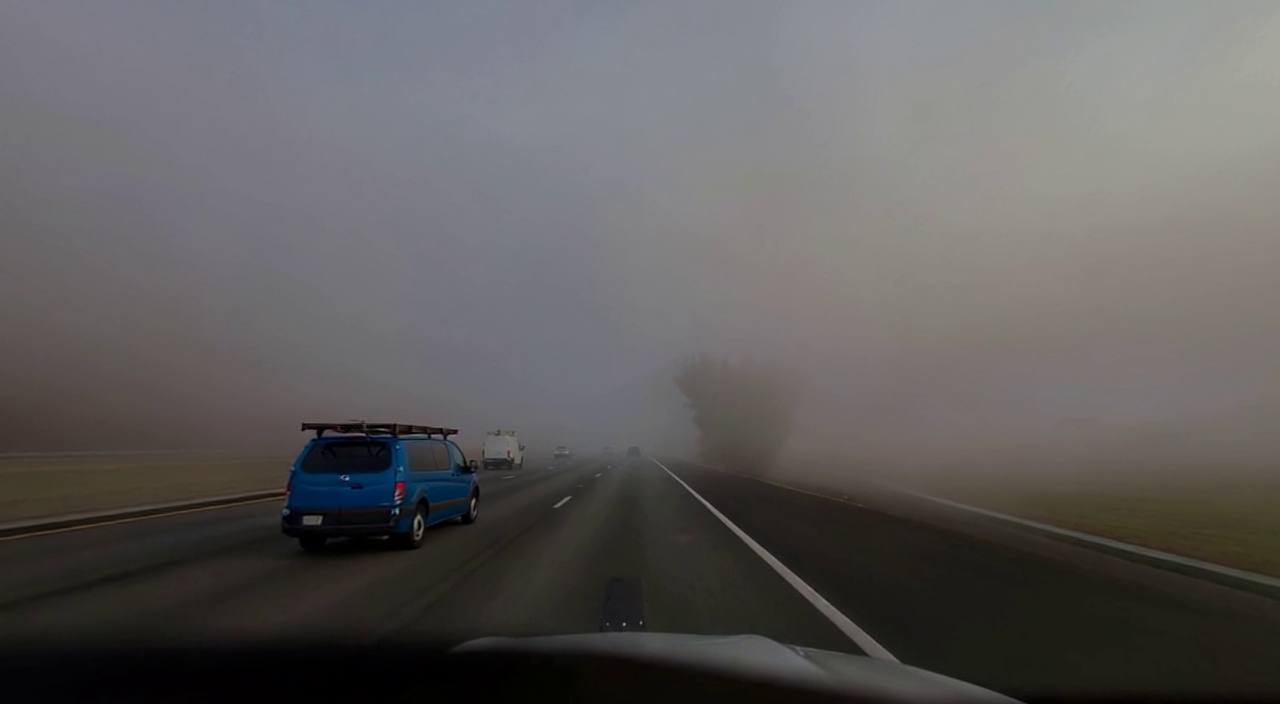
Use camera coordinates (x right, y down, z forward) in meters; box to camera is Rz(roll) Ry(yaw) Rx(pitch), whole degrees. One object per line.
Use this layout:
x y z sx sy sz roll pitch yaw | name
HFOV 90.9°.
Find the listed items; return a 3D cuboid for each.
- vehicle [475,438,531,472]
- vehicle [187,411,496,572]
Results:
-7.562 5.746 35.250 2.093 1.752 4.771 0 -9 0 | vehicle
-3.701 1.834 9.118 2.040 1.679 4.865 0 -9 0 | vehicle
